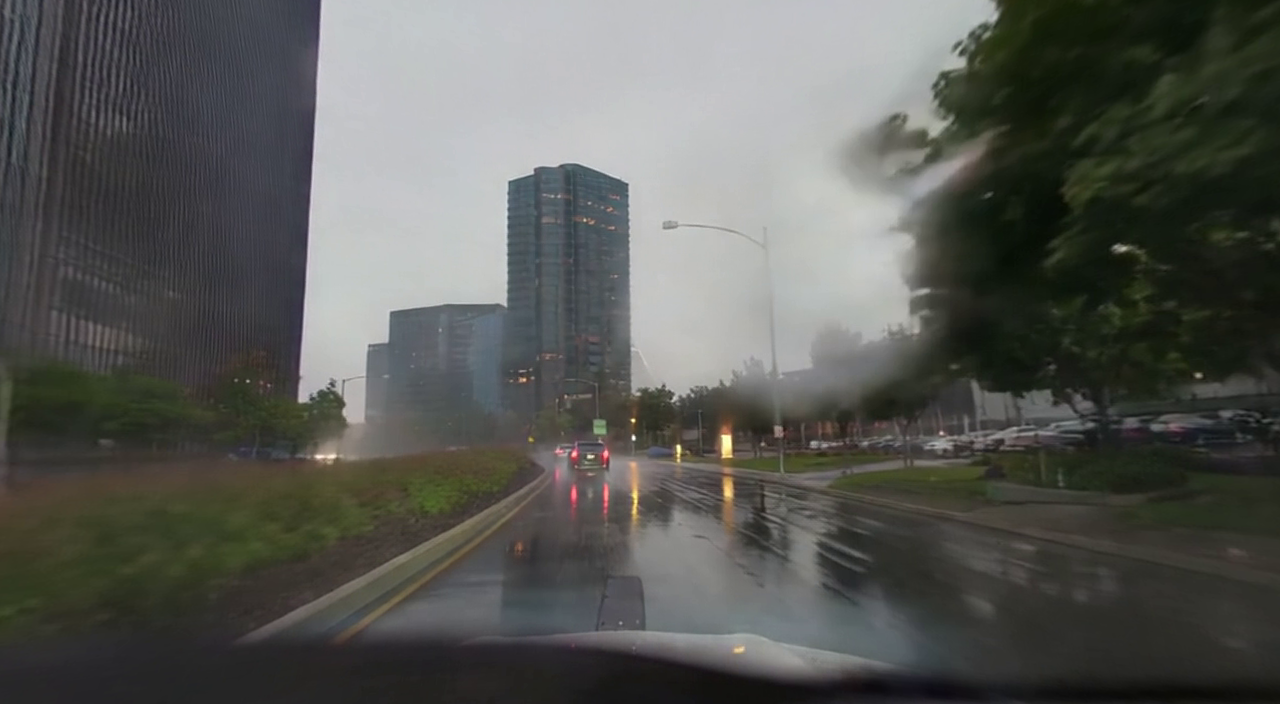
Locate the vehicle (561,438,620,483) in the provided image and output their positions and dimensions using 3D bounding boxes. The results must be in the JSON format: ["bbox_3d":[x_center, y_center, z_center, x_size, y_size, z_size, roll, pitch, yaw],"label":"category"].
[{"bbox_3d":[-2.024,4.404,25.926,2.183,1.675,4.319,1,-9,-4],"label":"vehicle"}]
